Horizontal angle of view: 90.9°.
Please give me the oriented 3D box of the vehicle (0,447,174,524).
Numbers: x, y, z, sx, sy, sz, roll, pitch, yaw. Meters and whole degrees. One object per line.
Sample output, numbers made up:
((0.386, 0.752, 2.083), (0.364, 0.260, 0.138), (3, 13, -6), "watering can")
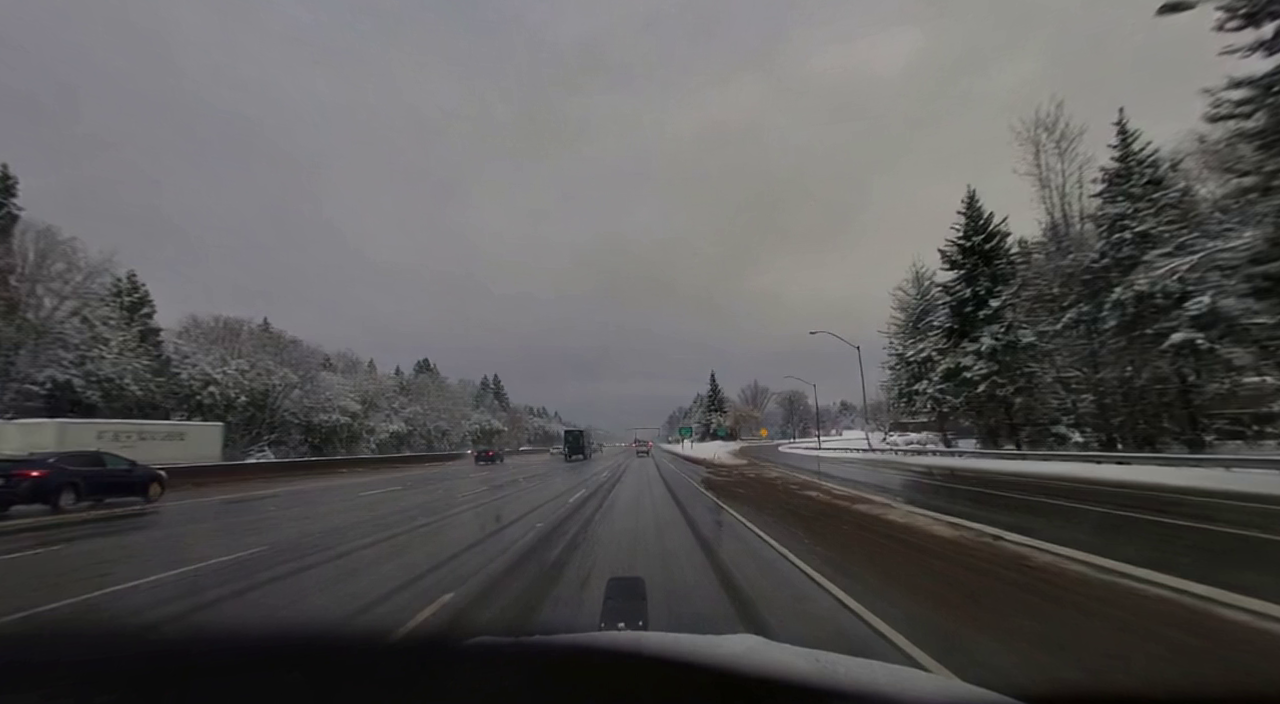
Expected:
((-13.558, 2.966, 14.669), (1.988, 1.477, 4.442), (0, -8, 1), "vehicle")
